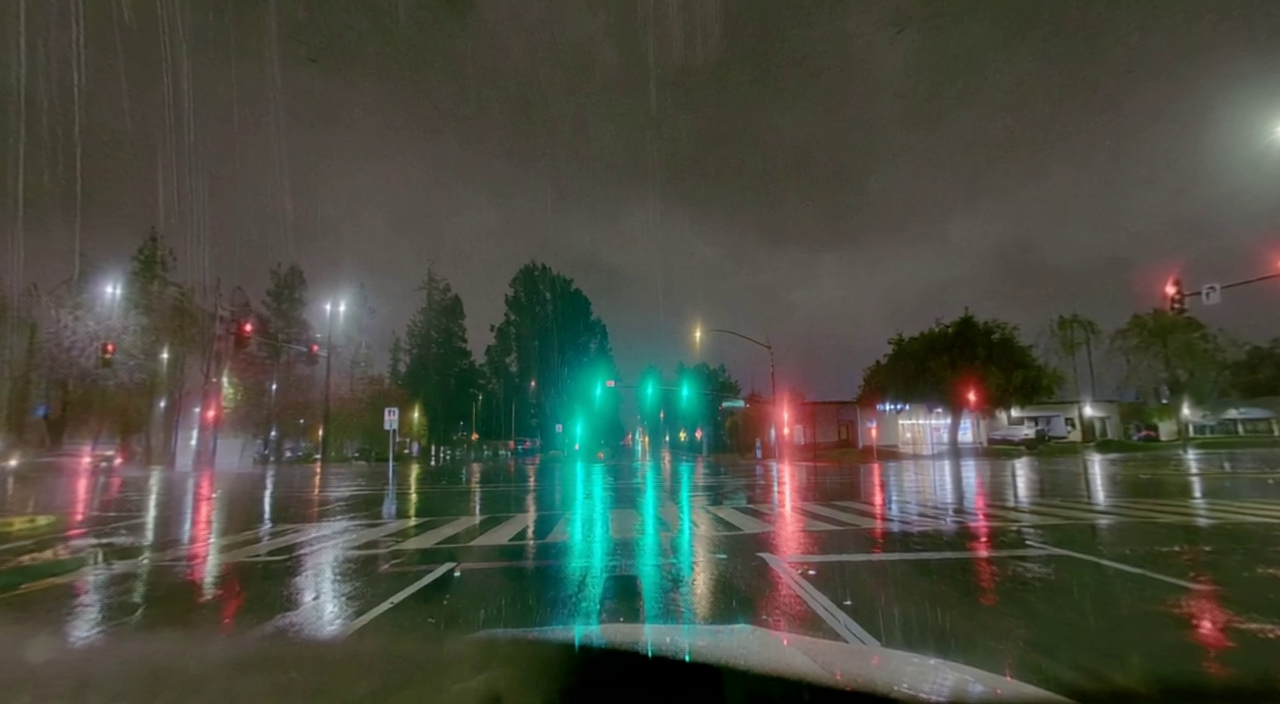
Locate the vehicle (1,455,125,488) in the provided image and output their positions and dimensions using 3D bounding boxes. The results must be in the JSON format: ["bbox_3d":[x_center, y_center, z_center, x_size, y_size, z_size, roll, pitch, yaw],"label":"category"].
[{"bbox_3d":[-27.007,5.549,29.627,4.325,1.425,2.045,-2,-9,12],"label":"vehicle"}]
